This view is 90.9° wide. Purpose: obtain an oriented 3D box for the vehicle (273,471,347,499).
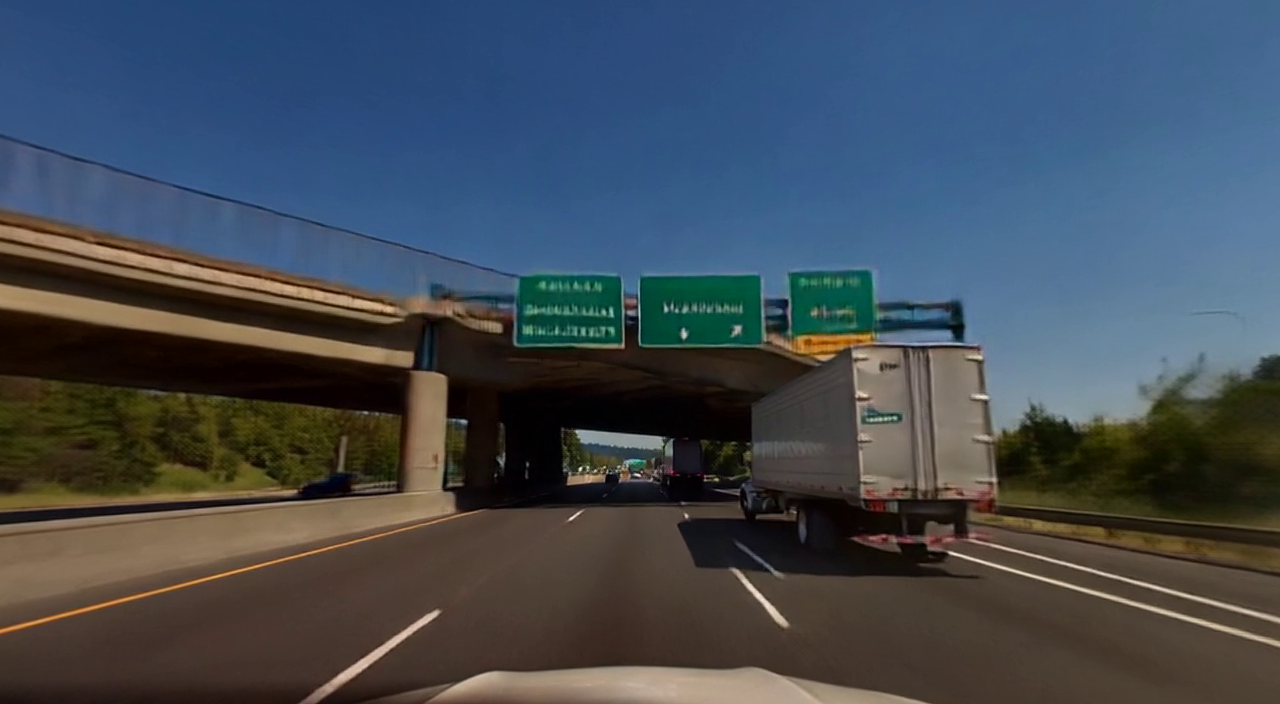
[{"bbox_3d":[-19.674,7.948,37.758,2.050,1.508,4.321,1,-10,0],"label":"vehicle"}]
